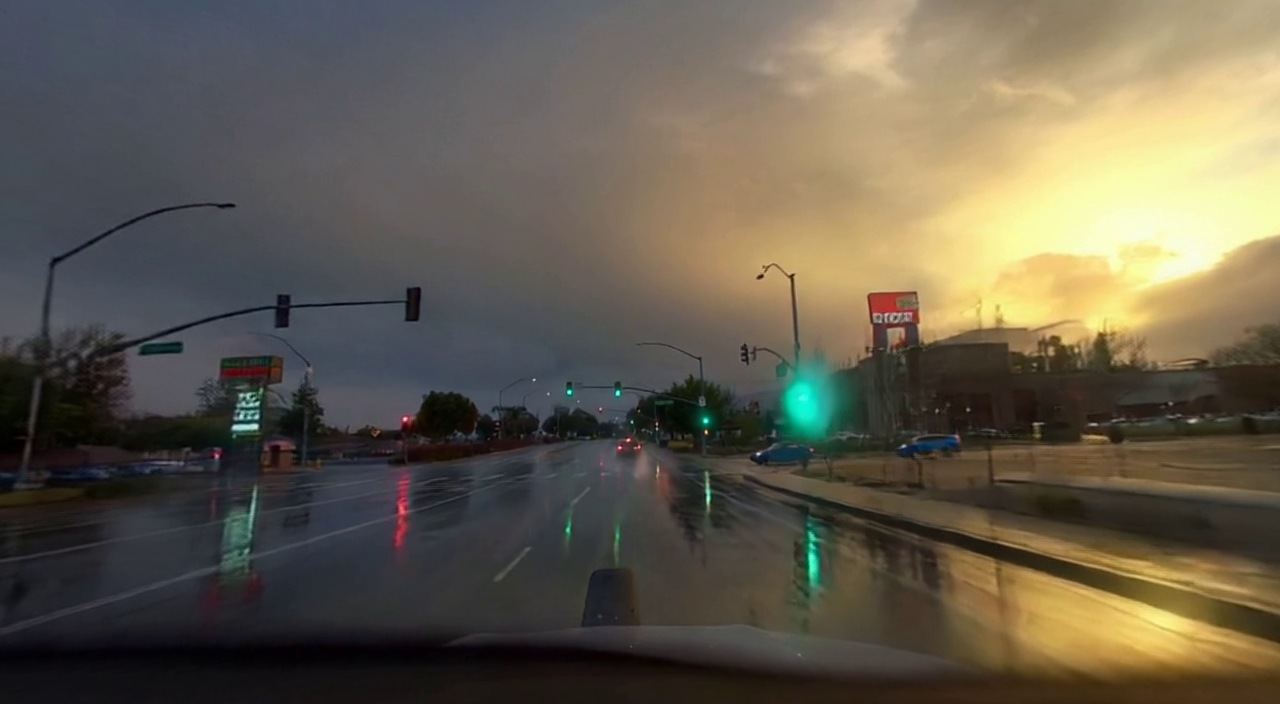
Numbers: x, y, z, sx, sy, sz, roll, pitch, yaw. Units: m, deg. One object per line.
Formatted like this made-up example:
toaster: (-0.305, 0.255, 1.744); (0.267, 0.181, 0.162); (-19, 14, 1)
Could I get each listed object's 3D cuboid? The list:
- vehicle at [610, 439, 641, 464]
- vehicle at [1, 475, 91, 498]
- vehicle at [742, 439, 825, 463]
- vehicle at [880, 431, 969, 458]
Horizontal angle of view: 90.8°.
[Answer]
vehicle: (-1.038, 7.009, 44.581); (2.024, 1.628, 4.774); (0, -9, -2)
vehicle: (-43.884, 9.943, 46.707); (4.623, 1.475, 1.883); (-1, -11, -1)
vehicle: (9.195, 6.374, 40.734); (4.794, 1.511, 1.992); (0, -9, -3)
vehicle: (18.284, 5.967, 40.812); (4.710, 1.588, 2.053); (-1, -9, -2)
